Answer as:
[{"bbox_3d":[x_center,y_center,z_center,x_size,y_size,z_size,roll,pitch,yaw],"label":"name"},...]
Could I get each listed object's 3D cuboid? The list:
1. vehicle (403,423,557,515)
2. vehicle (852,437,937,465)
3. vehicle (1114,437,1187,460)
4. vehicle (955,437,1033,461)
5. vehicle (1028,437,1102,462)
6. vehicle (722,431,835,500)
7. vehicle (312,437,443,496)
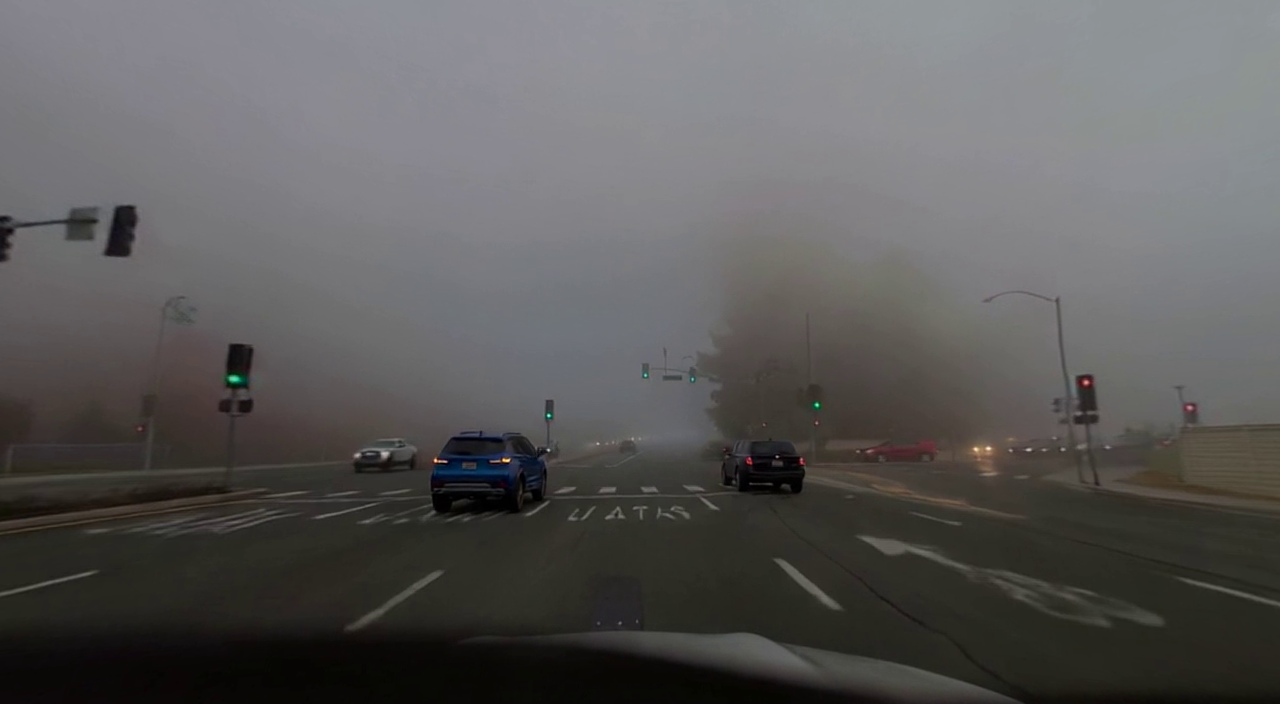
[{"bbox_3d":[-3.260,2.506,14.039,2.045,1.688,4.632,-1,-8,2],"label":"vehicle"},{"bbox_3d":[17.218,6.690,42.793,4.922,1.630,2.094,1,-9,-16],"label":"vehicle"},{"bbox_3d":[39.936,7.540,49.420,4.662,1.700,1.985,3,-9,-18],"label":"vehicle"},{"bbox_3d":[25.086,6.867,44.799,4.479,1.652,2.174,2,-9,-17],"label":"vehicle"},{"bbox_3d":[31.615,7.231,47.021,4.524,1.765,2.086,2,-9,-17],"label":"vehicle"},{"bbox_3d":[3.647,3.080,17.566,2.132,1.659,4.387,0,-8,0],"label":"vehicle"},{"bbox_3d":[-7.413,3.260,18.418,1.999,1.465,4.640,0,-8,-2],"label":"vehicle"}]
